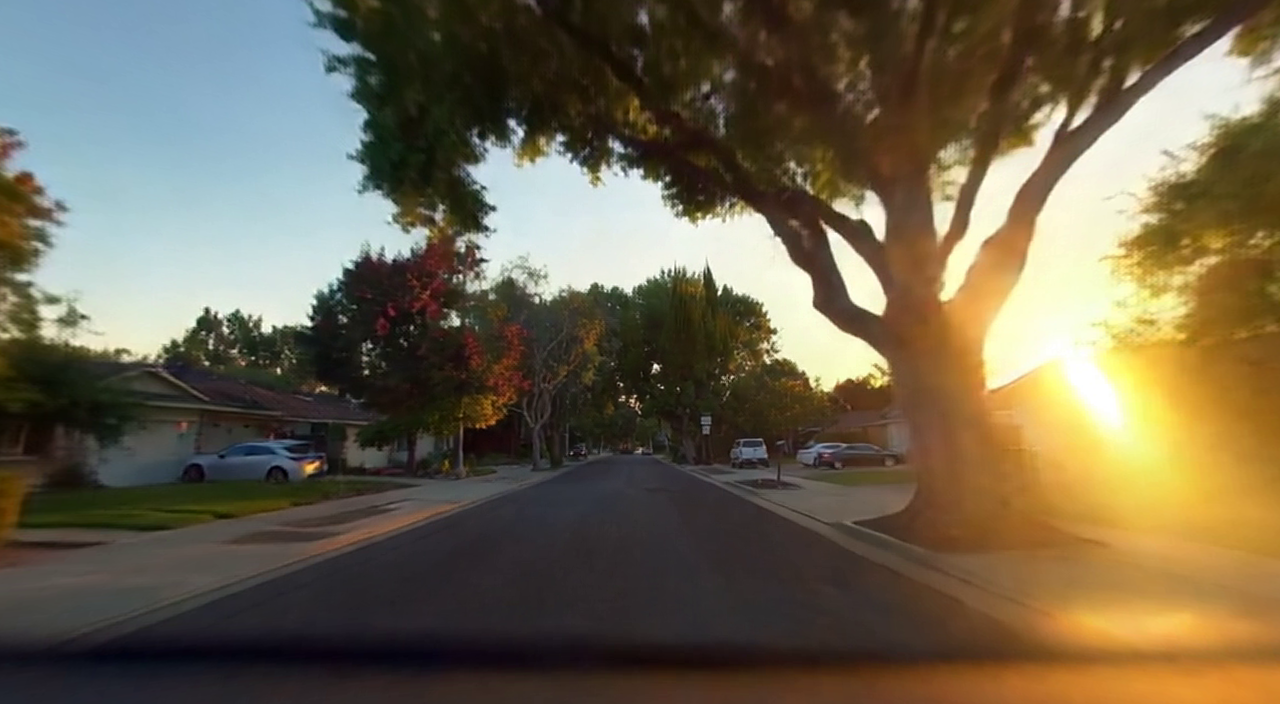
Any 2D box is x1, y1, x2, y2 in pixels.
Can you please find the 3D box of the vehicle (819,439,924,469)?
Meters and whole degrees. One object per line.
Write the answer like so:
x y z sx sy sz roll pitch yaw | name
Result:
11.977 5.295 32.916 4.686 1.466 1.869 0 -9 -1 | vehicle

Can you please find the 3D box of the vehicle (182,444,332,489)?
-13.810 4.122 23.005 4.190 1.529 1.880 1 -9 -4 | vehicle

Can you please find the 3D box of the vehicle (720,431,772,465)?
6.656 6.099 40.255 2.233 1.923 4.848 -3 -8 -2 | vehicle
